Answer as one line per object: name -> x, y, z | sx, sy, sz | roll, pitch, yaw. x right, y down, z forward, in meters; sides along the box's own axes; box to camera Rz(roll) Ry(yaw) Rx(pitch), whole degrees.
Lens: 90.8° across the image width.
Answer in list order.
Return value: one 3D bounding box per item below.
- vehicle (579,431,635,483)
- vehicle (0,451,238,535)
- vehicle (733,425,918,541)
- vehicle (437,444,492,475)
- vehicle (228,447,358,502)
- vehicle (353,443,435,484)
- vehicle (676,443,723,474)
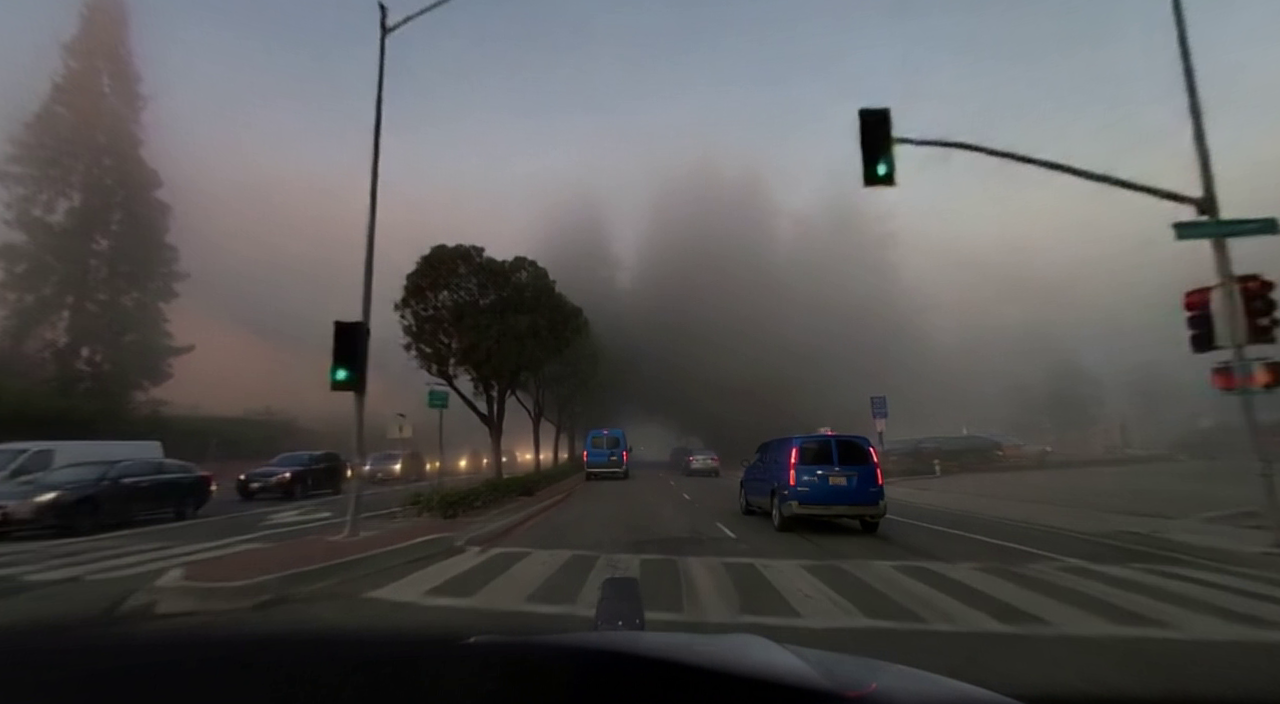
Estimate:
vehicle -> -1.359, 4.584, 27.795 | 2.228, 2.054, 4.309 | 0, -9, 0
vehicle -> -11.331, 2.947, 13.889 | 2.128, 1.496, 4.432 | 0, -9, -2
vehicle -> 3.031, 2.230, 11.364 | 1.965, 1.671, 4.146 | 0, -9, -1
vehicle -> -11.136, 6.810, 40.370 | 2.091, 1.806, 4.859 | 0, -9, 0
vehicle -> -11.279, 3.954, 20.921 | 1.956, 1.625, 4.123 | 0, -9, 0
vehicle -> -10.996, 4.977, 28.566 | 1.988, 1.689, 4.047 | 0, -9, 1
vehicle -> 3.414, 6.200, 36.993 | 2.248, 1.692, 4.252 | 0, -9, -1
